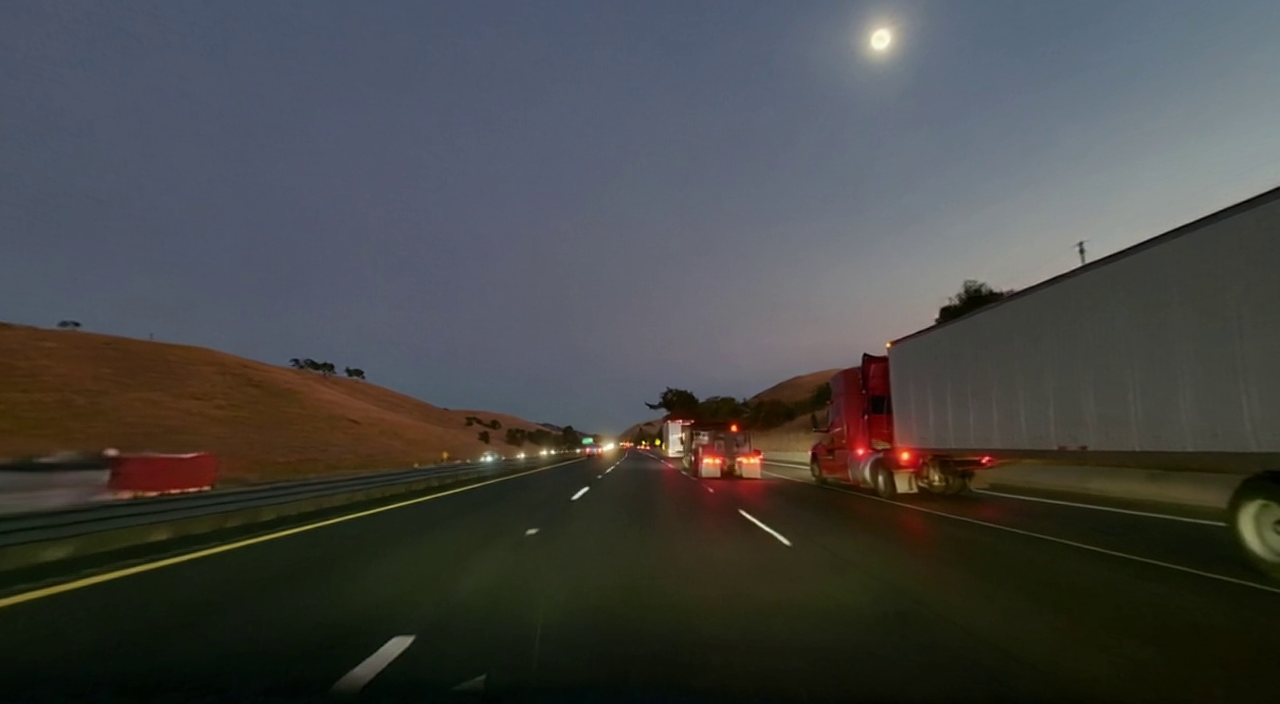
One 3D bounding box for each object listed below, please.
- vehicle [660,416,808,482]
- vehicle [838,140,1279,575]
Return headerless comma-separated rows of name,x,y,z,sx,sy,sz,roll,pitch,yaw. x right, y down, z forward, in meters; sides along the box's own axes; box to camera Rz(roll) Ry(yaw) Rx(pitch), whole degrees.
vehicle,3.360,3.609,23.594,5.075,2.277,2.365,0,-9,-3
vehicle,7.703,0.848,11.433,2.935,4.187,16.357,0,-9,0
